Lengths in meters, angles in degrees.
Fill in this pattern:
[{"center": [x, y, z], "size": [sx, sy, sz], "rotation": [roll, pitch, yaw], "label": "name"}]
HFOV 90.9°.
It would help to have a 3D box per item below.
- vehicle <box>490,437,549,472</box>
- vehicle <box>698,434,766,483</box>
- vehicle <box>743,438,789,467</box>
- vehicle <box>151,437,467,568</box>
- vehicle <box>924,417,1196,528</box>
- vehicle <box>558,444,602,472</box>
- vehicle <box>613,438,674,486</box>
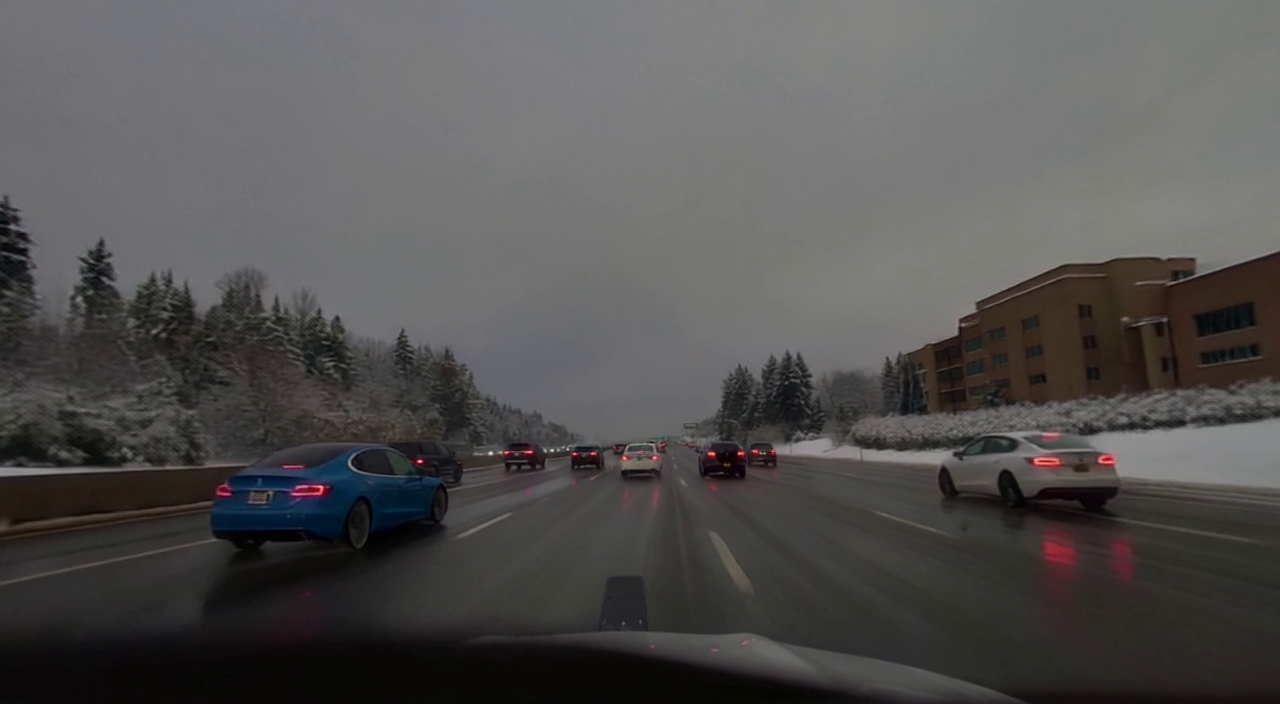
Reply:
[{"center": [-6.970, 6.002, 37.179], "size": [2.187, 1.851, 5.085], "rotation": [-1, -8, 3], "label": "vehicle"}, {"center": [3.491, 4.119, 24.674], "size": [2.114, 1.715, 4.136], "rotation": [-1, -8, 1], "label": "vehicle"}, {"center": [8.046, 6.440, 40.620], "size": [2.071, 1.754, 4.484], "rotation": [-1, -8, 1], "label": "vehicle"}, {"center": [-4.475, 2.076, 9.638], "size": [2.116, 1.473, 4.644], "rotation": [-1, -8, 3], "label": "vehicle"}, {"center": [7.742, 2.261, 12.469], "size": [1.960, 1.726, 5.016], "rotation": [0, -8, 1], "label": "vehicle"}, {"center": [-3.370, 6.013, 36.115], "size": [1.886, 1.455, 4.148], "rotation": [-1, -8, 3], "label": "vehicle"}, {"center": [0.222, 4.111, 23.958], "size": [2.102, 1.624, 4.257], "rotation": [-1, -8, 3], "label": "vehicle"}]
